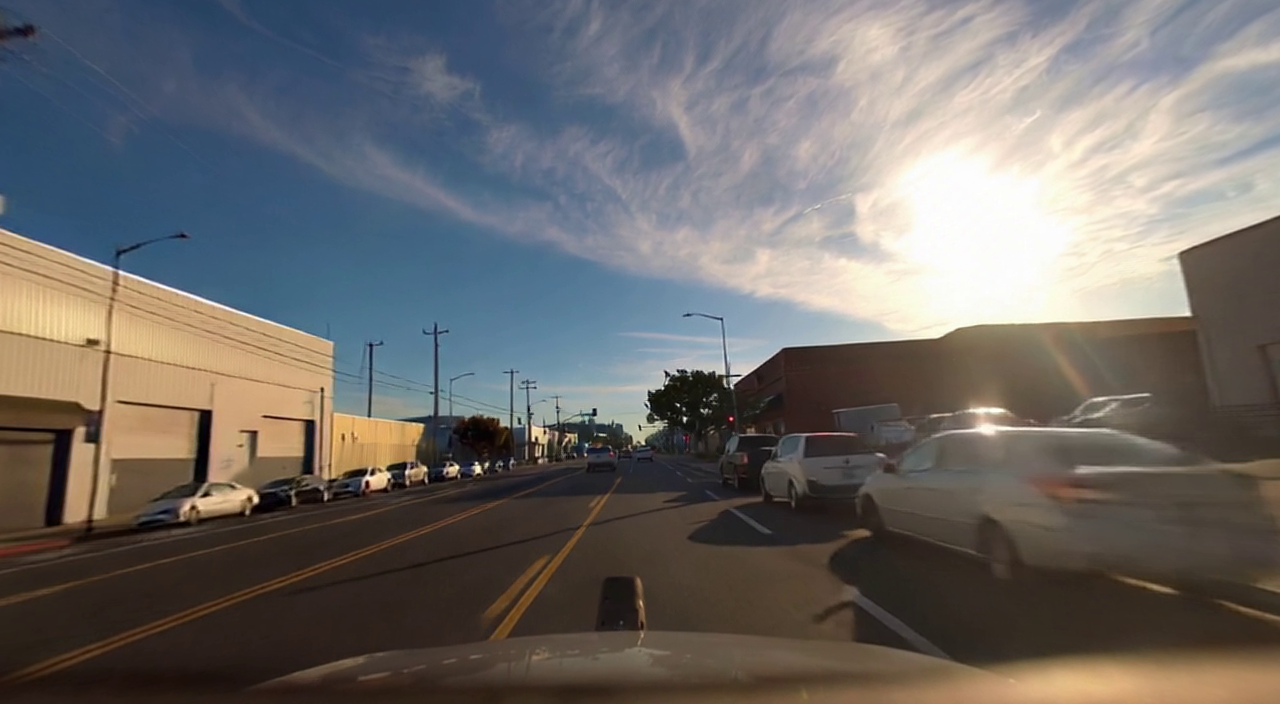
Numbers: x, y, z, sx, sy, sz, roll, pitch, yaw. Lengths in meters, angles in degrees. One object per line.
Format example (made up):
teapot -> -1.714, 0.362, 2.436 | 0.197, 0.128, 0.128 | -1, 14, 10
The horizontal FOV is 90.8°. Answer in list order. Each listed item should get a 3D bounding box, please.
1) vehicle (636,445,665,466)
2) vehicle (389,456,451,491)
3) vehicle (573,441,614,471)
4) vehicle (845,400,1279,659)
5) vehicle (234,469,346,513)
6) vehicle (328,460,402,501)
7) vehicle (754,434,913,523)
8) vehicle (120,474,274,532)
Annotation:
vehicle -> 0.737, 7.939, 48.570 | 2.099, 1.470, 4.270 | -1, -9, 0
vehicle -> -14.984, 8.274, 43.425 | 2.124, 1.835, 5.450 | -8, -8, 0
vehicle -> -3.019, 6.923, 42.075 | 2.348, 1.831, 4.737 | -1, -9, 1
vehicle -> 3.907, 1.424, 6.249 | 2.042, 1.487, 5.033 | 0, -9, 0
vehicle -> -15.174, 6.040, 27.796 | 2.076, 1.518, 4.981 | -2, -9, 0
vehicle -> -15.010, 7.006, 34.745 | 2.020, 1.695, 4.629 | -8, -8, -2
vehicle -> 3.757, 2.554, 13.259 | 1.839, 1.505, 4.566 | 0, -9, -1
vehicle -> -15.120, 5.142, 21.997 | 1.883, 1.493, 4.880 | -2, -9, 0
